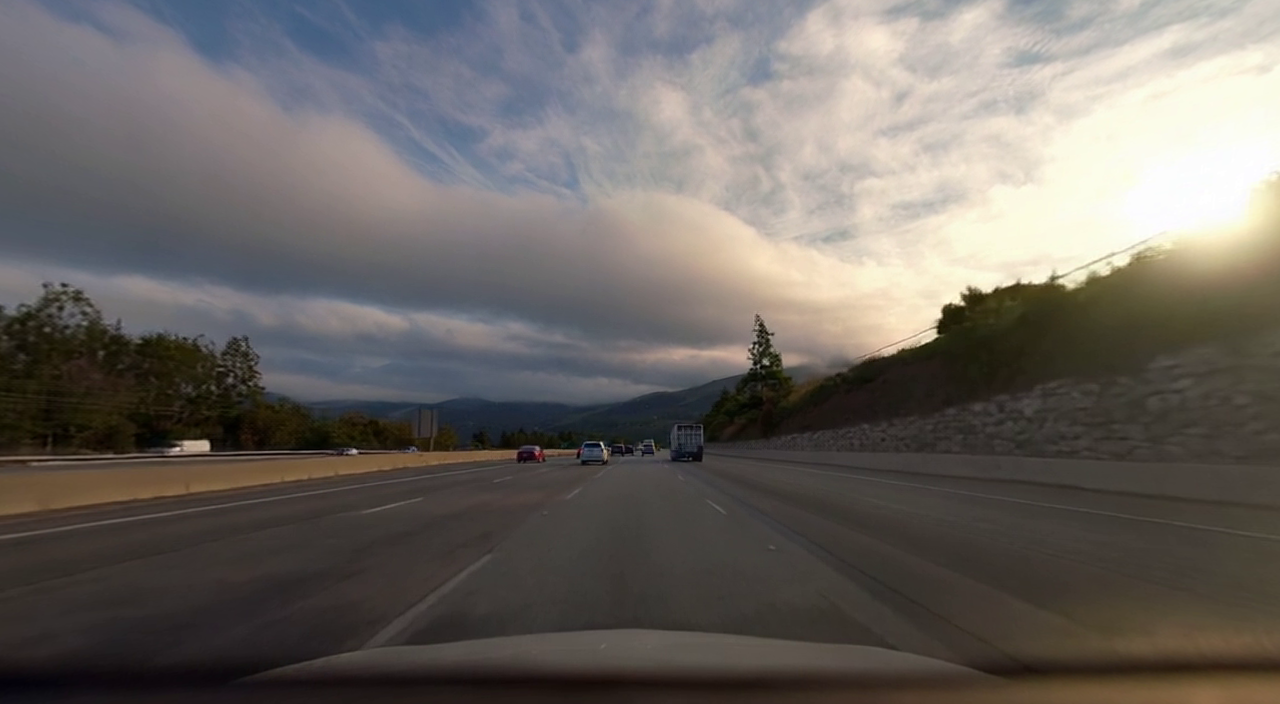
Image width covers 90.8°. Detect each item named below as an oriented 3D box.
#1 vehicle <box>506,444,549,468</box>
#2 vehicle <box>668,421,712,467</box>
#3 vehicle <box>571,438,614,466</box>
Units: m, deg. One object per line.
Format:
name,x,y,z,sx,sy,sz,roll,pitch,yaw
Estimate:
vehicle,-7.612,7.078,43.088,2.102,1.522,4.394,0,-8,0
vehicle,3.664,6.953,47.902,2.795,3.187,7.205,0,-8,0
vehicle,-3.573,7.678,48.754,2.720,2.041,5.432,0,-8,1
